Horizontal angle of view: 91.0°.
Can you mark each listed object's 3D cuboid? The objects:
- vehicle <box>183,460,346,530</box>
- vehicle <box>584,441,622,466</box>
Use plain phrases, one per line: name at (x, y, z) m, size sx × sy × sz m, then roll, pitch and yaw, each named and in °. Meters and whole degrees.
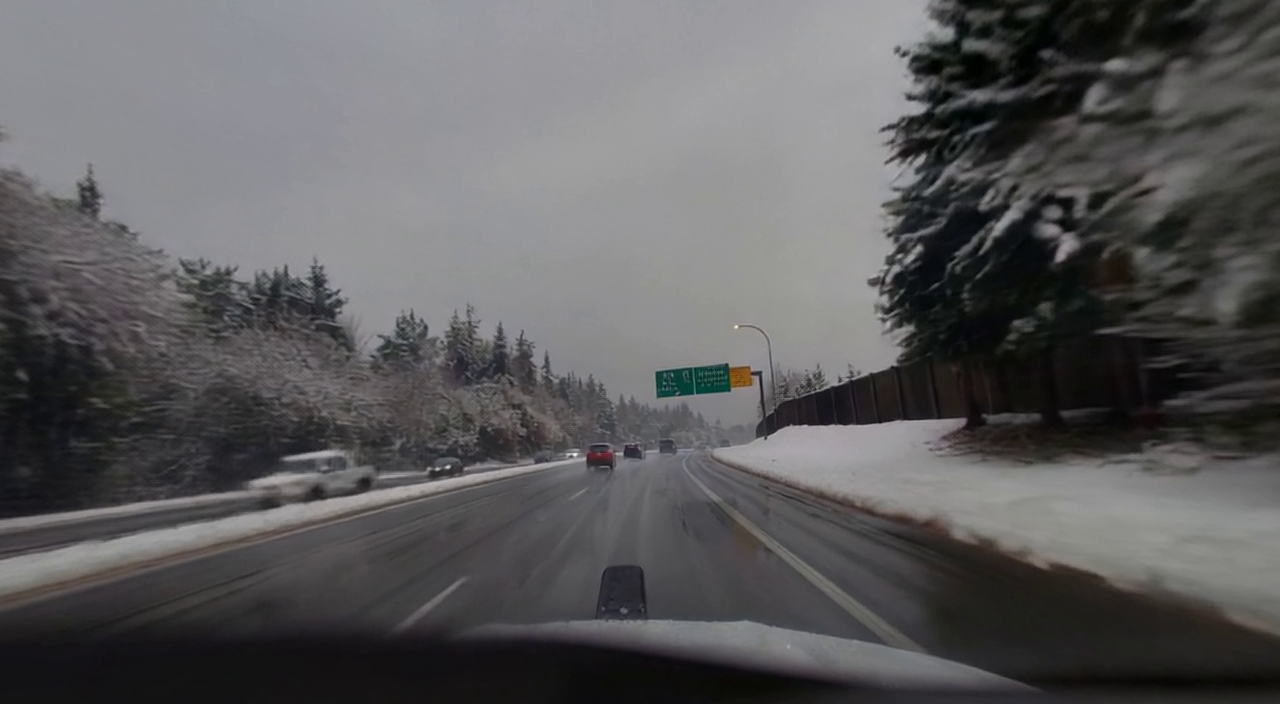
vehicle at (-10.596, 4.025, 18.234) m, size 1.931 × 1.645 × 4.338 m, roll 0°, pitch -8°, yaw 1°
vehicle at (-2.362, 6.620, 41.177) m, size 1.985 × 1.518 × 3.847 m, roll -1°, pitch -8°, yaw 4°
